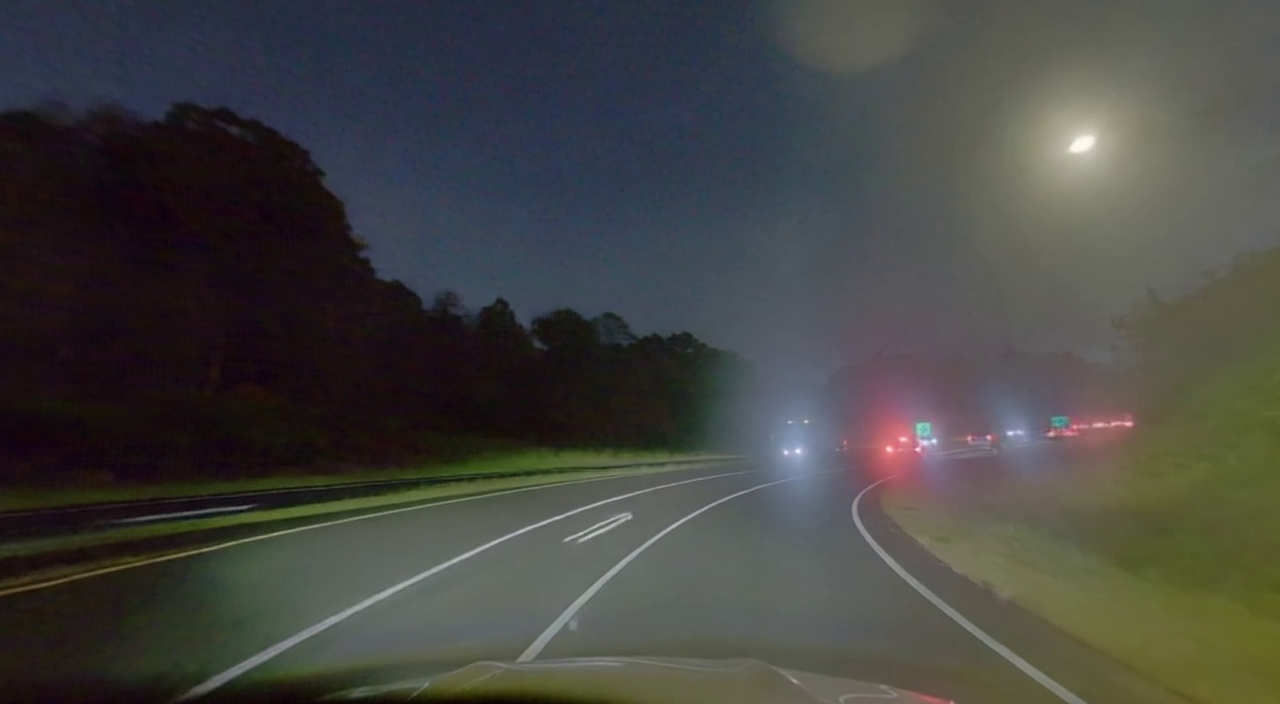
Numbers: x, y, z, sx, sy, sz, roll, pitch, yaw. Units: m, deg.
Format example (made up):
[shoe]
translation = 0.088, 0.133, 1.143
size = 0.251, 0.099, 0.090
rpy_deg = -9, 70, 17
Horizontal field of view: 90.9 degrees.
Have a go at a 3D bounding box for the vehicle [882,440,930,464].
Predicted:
[vehicle]
translation = 16.616, 6.213, 39.234
size = 1.807, 1.427, 3.645
rpy_deg = -7, -11, 36
